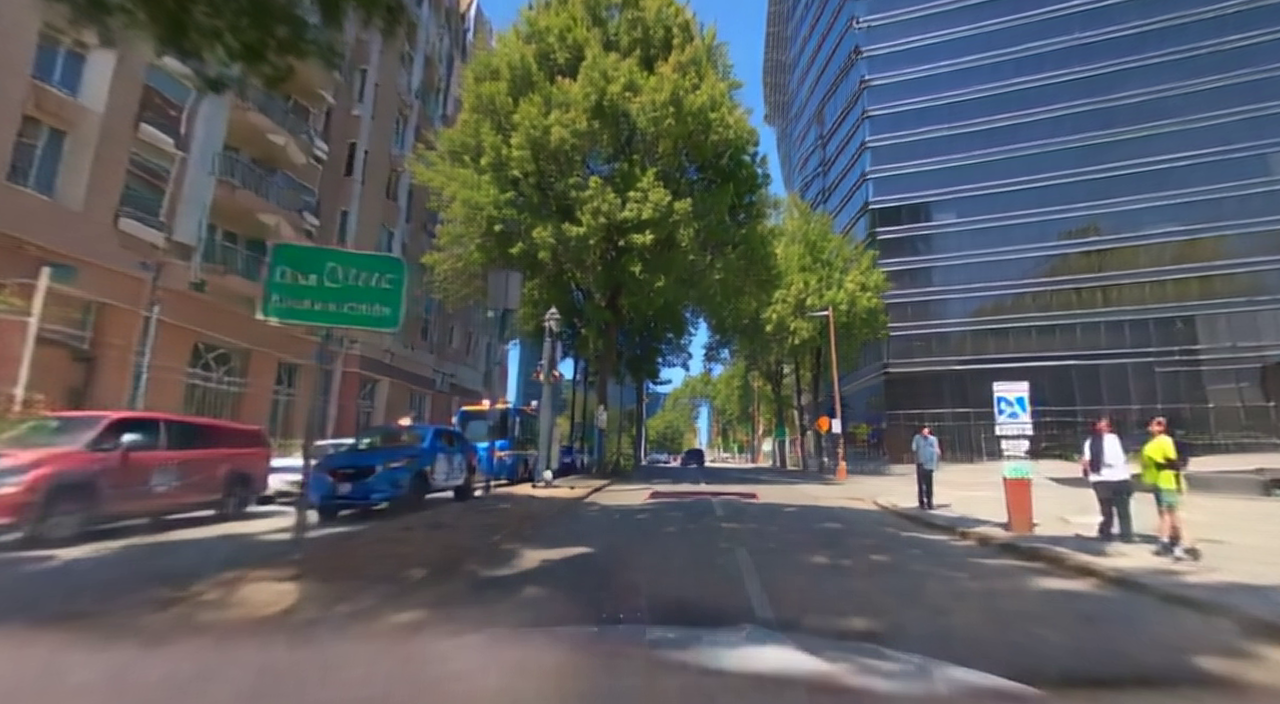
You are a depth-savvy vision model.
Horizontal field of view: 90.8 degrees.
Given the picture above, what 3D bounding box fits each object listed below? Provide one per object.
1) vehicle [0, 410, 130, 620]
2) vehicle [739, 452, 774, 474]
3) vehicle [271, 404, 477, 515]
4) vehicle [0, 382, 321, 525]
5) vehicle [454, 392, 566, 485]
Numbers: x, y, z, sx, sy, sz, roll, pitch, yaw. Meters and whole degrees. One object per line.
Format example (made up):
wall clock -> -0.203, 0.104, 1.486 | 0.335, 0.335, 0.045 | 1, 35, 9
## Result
vehicle -> -5.583, 0.975, 3.262 | 1.826, 1.488, 4.628 | -1, -9, 4
vehicle -> 8.507, 8.116, 46.376 | 1.888, 1.536, 4.381 | -1, -9, 2
vehicle -> -5.092, 2.167, 12.987 | 1.988, 1.855, 4.599 | -1, -9, 4
vehicle -> -7.924, 1.962, 10.871 | 2.109, 1.819, 4.615 | 2, -15, 4
vehicle -> -4.133, 2.971, 21.368 | 2.268, 2.708, 5.699 | -1, -9, 4
